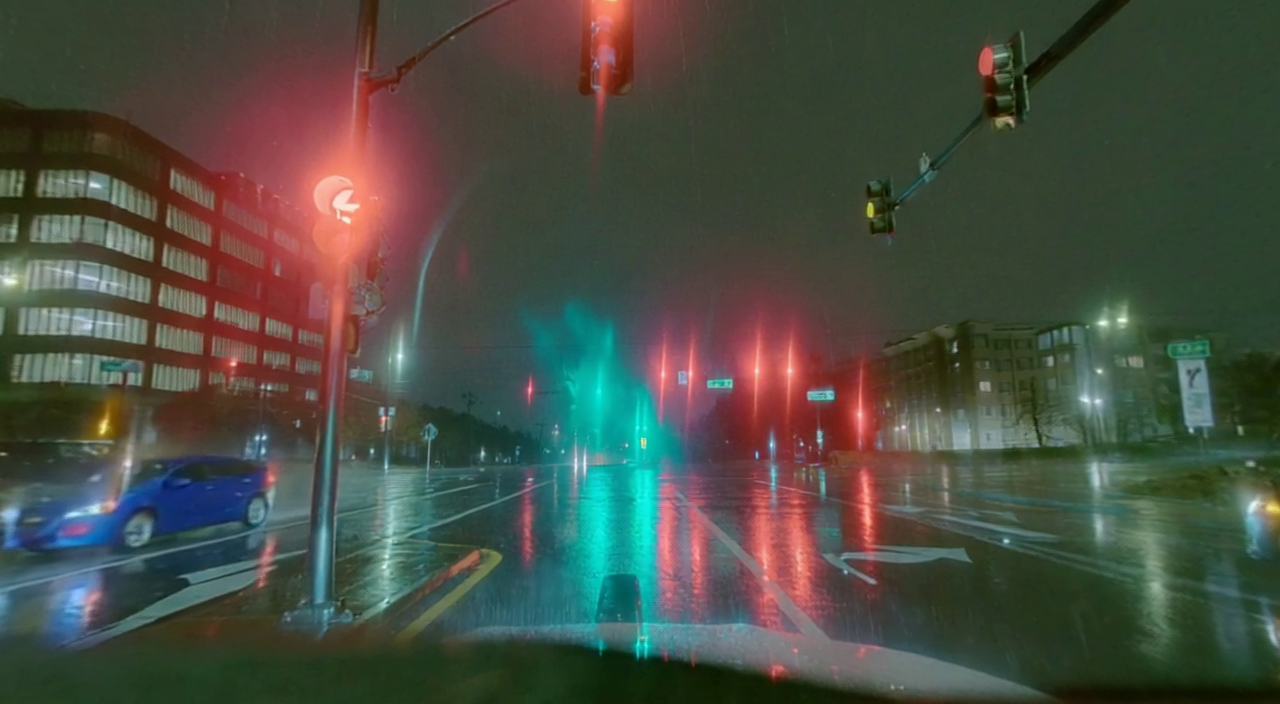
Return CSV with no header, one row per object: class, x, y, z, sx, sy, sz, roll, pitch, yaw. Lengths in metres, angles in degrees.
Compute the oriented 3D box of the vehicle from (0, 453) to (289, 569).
vehicle,-8.800,2.639,11.264,1.970,1.578,4.470,-2,-9,7
